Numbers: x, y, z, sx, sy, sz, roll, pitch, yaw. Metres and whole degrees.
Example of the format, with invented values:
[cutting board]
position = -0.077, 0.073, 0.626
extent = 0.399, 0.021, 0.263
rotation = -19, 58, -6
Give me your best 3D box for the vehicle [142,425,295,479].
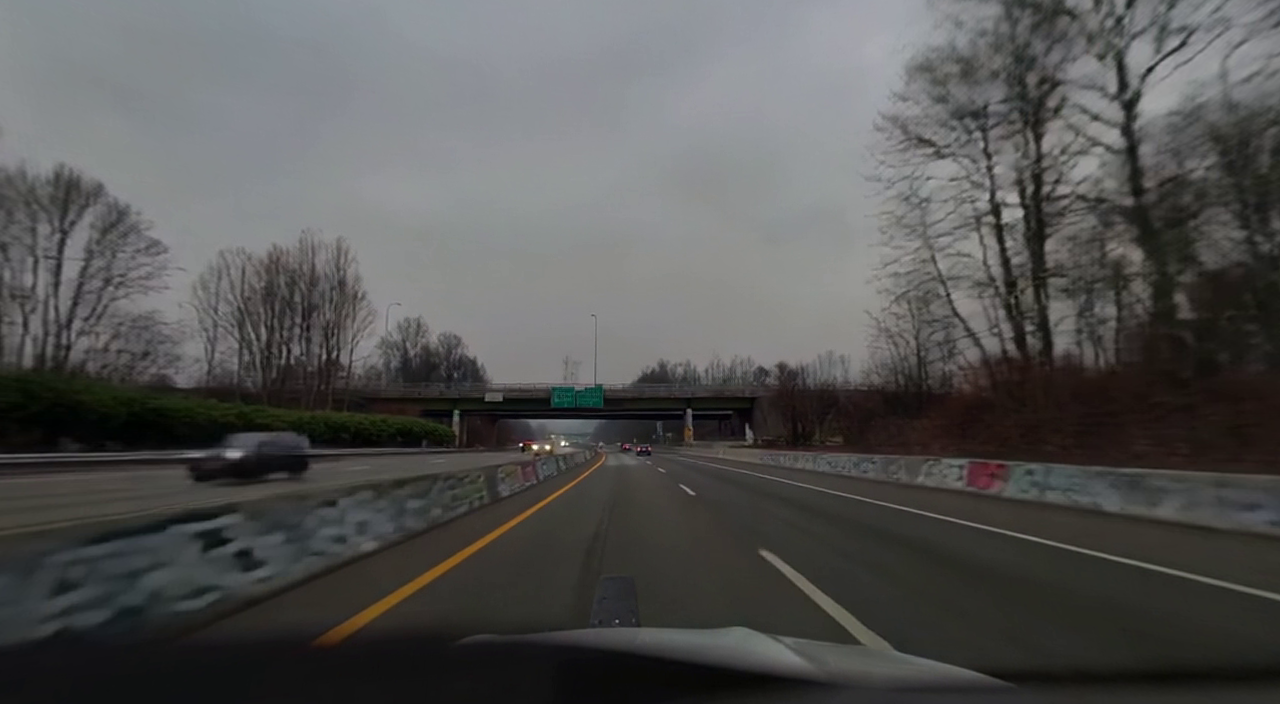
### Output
[vehicle]
position = -12.680, 3.063, 19.247
extent = 1.890, 1.476, 4.050
rotation = 0, -9, -1
